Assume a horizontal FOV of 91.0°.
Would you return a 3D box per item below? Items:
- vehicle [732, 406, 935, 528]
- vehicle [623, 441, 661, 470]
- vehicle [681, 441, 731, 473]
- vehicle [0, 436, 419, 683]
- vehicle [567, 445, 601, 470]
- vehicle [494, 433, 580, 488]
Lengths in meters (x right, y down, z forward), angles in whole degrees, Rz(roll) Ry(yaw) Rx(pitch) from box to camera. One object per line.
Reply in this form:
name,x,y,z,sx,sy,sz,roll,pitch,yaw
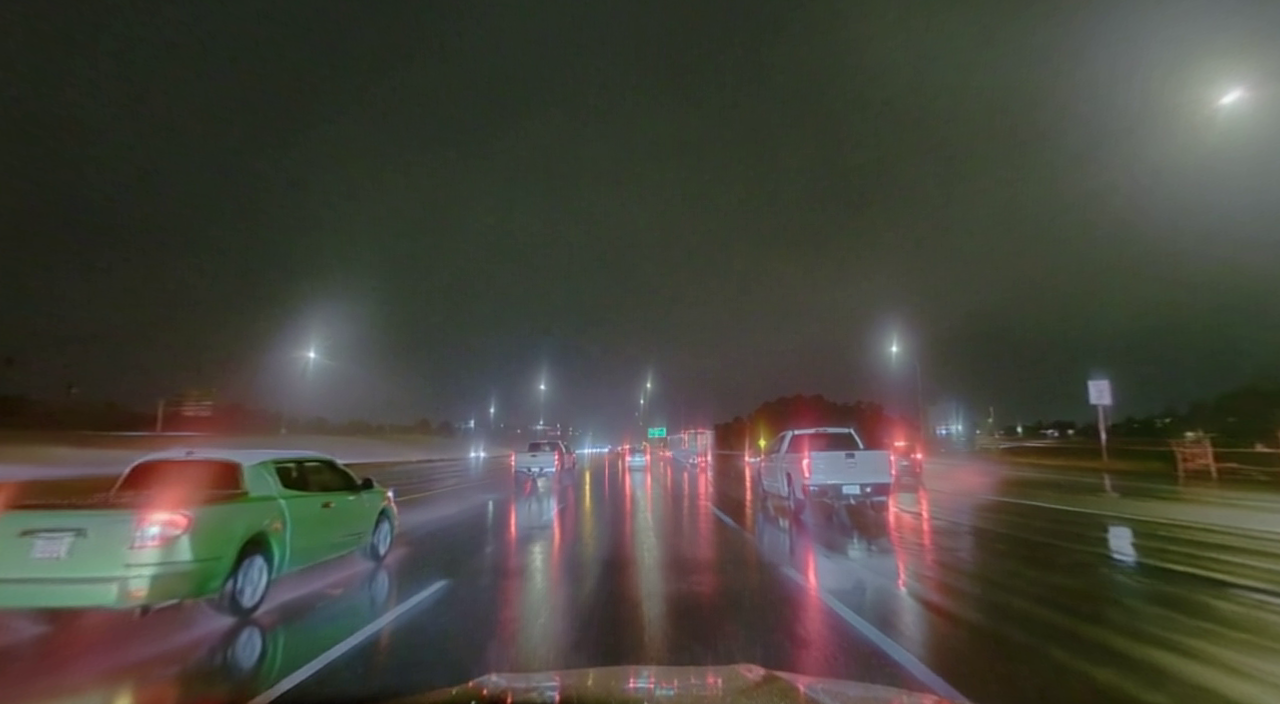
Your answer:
vehicle,3.523,2.265,12.931,2.340,1.925,5.529,0,-9,-1
vehicle,0.091,6.215,37.972,2.147,1.572,4.094,0,-9,0
vehicle,3.546,5.731,34.655,2.145,1.636,4.437,1,-9,-1
vehicle,-3.854,1.542,5.906,1.947,1.424,4.264,0,-9,1
vehicle,-3.591,6.848,41.118,1.907,1.484,3.954,0,-9,0
vehicle,-3.622,3.939,23.170,2.176,1.783,4.799,0,-9,2
